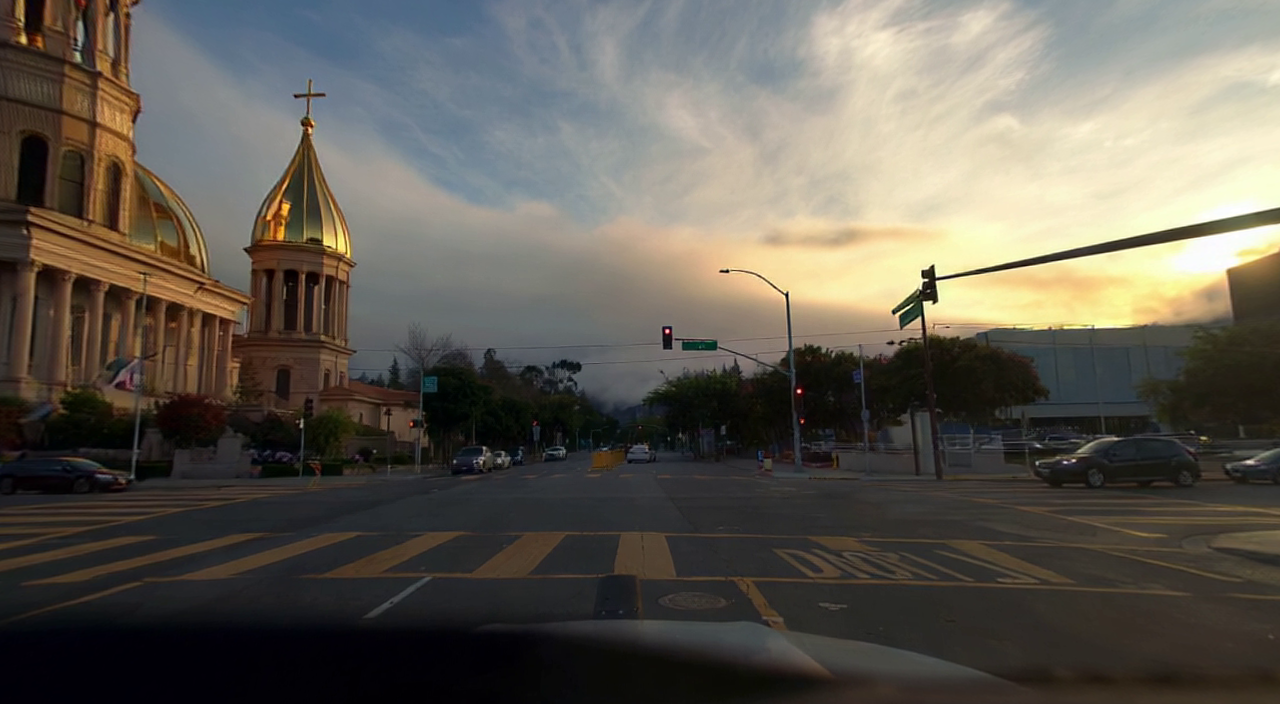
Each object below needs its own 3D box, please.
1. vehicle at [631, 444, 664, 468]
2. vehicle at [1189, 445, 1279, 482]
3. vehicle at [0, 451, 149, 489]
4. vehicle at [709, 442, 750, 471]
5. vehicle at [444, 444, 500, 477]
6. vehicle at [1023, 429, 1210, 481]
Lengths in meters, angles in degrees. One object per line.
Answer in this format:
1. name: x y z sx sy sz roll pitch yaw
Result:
1. vehicle: 0.641 7.970 48.742 2.051 1.724 4.567 -1 -9 6
2. vehicle: 26.359 4.679 26.688 4.561 1.475 1.850 0 -8 0
3. vehicle: -23.378 4.862 26.203 4.479 1.476 1.873 0 -8 1
4. vehicle: 5.799 6.860 41.511 1.969 1.776 4.329 0 -8 -2
5. vehicle: -10.260 6.609 38.940 2.076 1.876 4.669 0 -8 1
6. vehicle: 19.848 4.304 26.580 5.852 2.057 2.361 0 -8 0
